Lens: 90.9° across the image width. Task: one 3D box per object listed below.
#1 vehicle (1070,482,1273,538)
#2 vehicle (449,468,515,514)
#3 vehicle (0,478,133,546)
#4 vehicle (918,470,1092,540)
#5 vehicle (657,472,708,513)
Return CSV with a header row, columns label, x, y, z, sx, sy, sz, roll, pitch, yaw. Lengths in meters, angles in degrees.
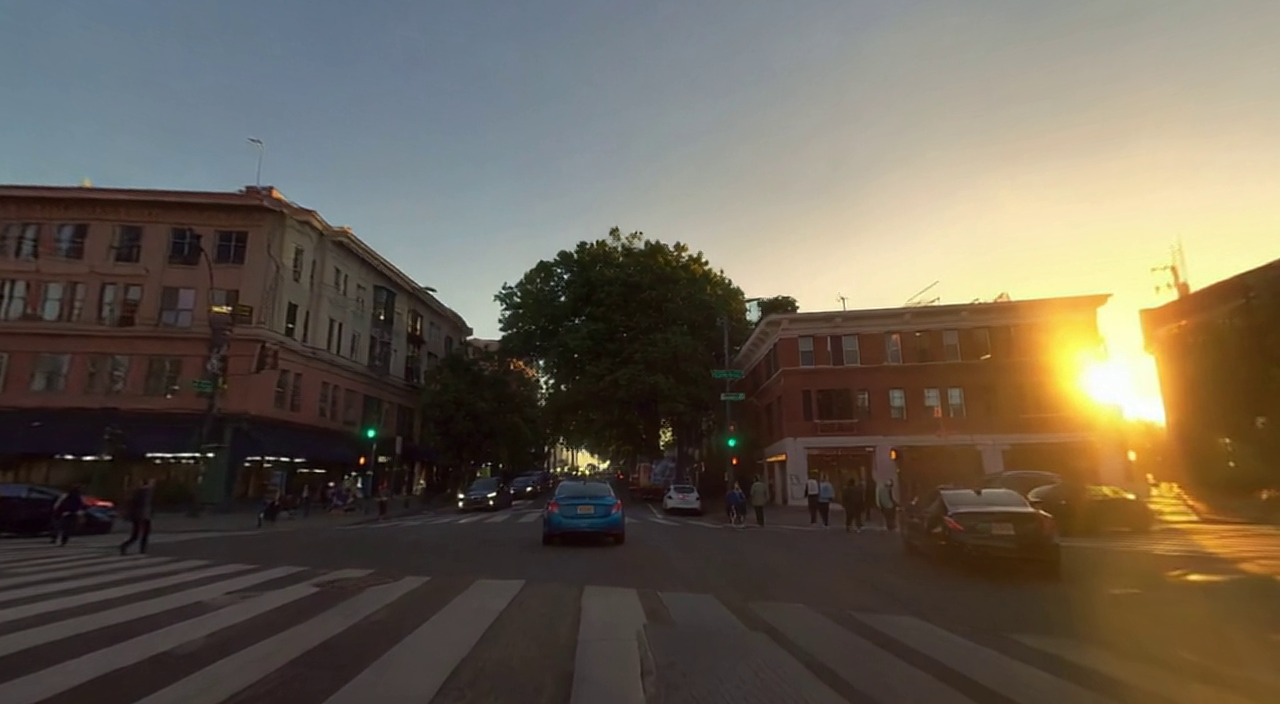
label,x,y,z,sx,sy,sz,roll,pitch,yaw
vehicle,19.505,5.808,23.370,5.345,1.747,2.410,0,-8,-1
vehicle,-7.766,6.856,31.482,2.226,1.896,4.438,0,-8,-1
vehicle,-20.743,5.445,21.681,4.750,2.083,2.002,0,-8,1
vehicle,13.381,5.605,23.365,4.974,2.266,2.324,0,-8,-4
vehicle,2.061,6.990,31.684,1.908,1.741,4.066,1,-8,-6
